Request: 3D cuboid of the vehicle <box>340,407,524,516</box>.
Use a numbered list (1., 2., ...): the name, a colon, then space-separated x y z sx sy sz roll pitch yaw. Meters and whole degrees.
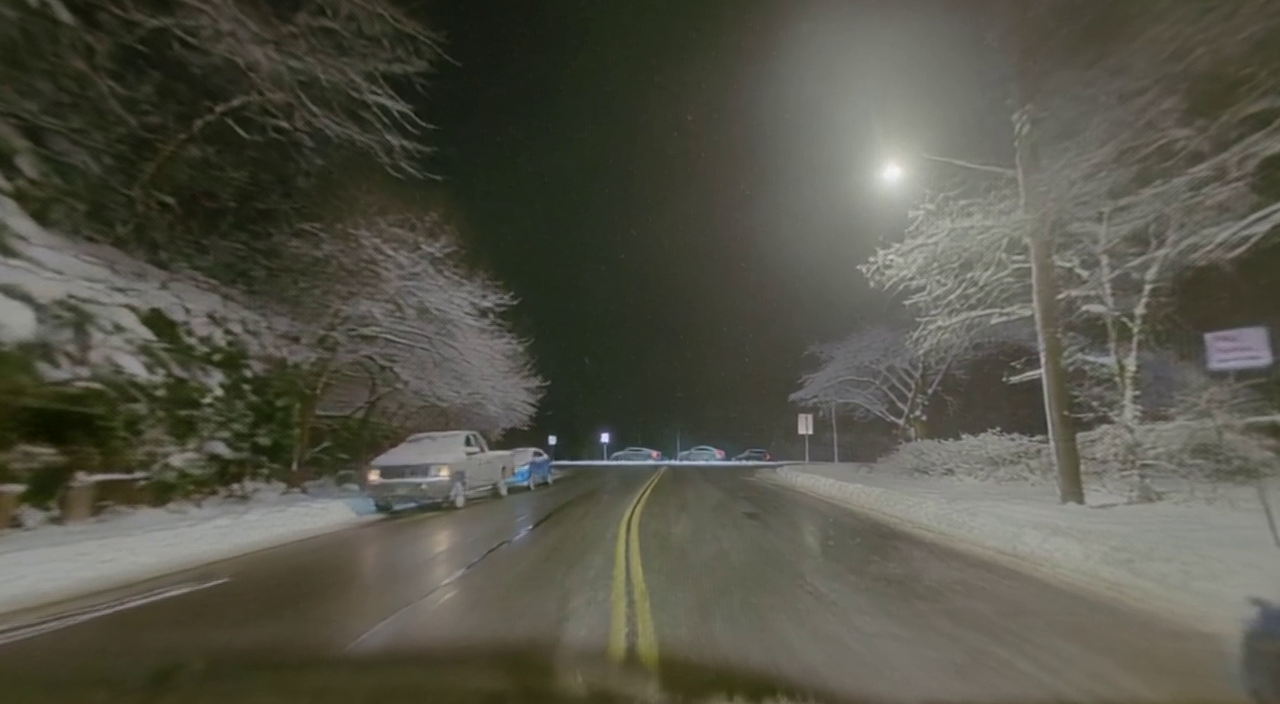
1. vehicle: -5.134 2.996 16.682 2.583 2.167 5.667 -6 -12 4
